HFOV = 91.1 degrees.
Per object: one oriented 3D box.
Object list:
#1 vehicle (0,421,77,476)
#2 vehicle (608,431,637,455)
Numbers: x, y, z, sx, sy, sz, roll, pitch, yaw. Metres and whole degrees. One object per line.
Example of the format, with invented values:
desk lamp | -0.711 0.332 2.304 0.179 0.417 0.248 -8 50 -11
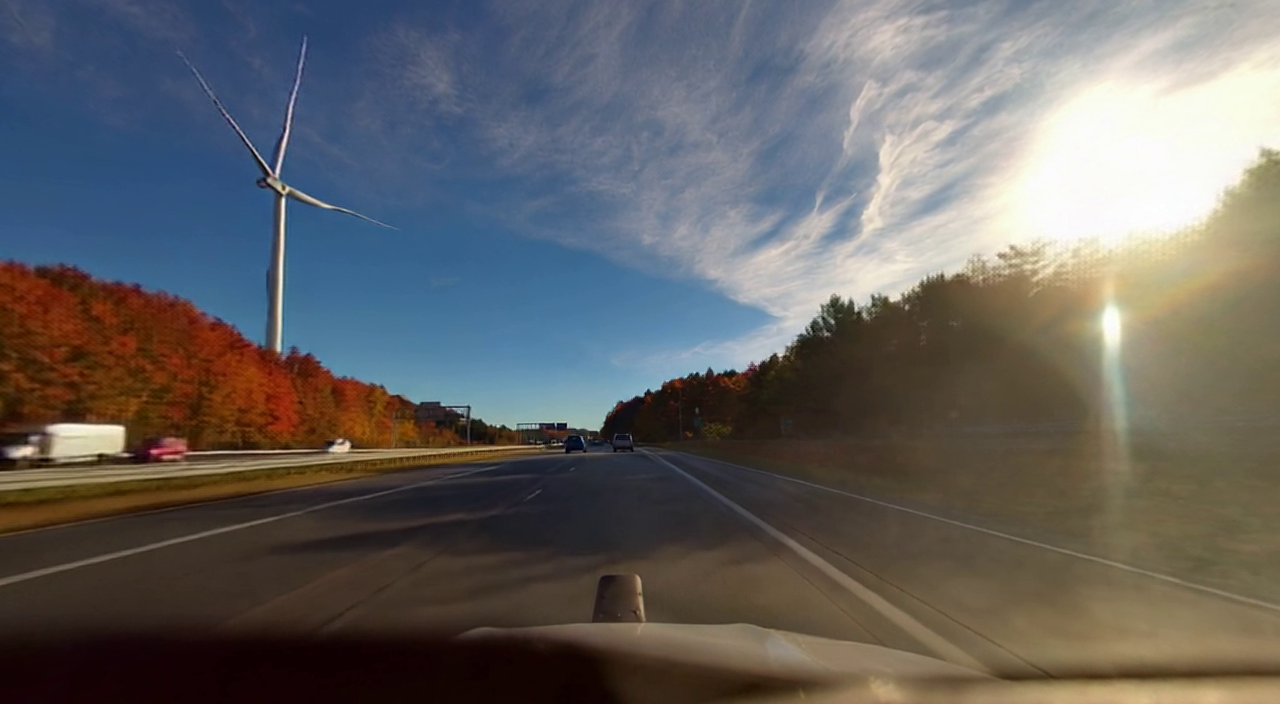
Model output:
vehicle | -42.633 6.636 43.634 2.964 3.572 4.102 0 -7 0
vehicle | -1.359 7.200 49.820 2.213 1.774 4.563 0 -8 -1
